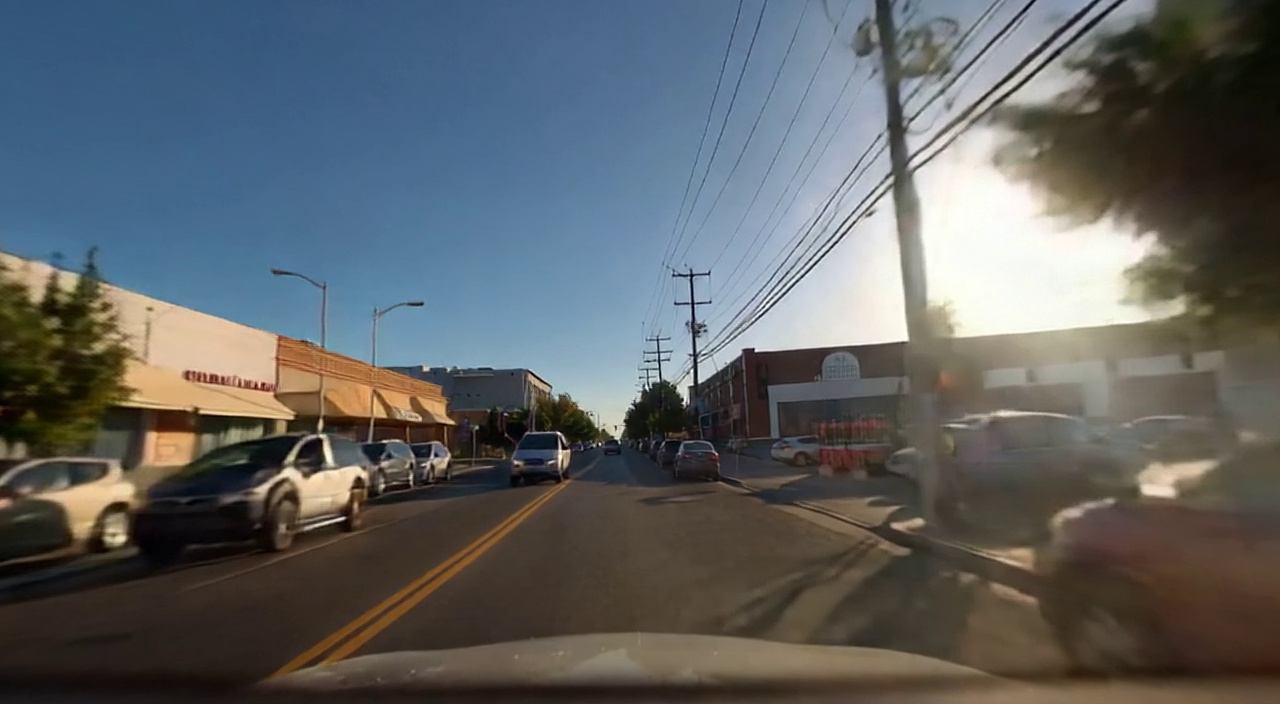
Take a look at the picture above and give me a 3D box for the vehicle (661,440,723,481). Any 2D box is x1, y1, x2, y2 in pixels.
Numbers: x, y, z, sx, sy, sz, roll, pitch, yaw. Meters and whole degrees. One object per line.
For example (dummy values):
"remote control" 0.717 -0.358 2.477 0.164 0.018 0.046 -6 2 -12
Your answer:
"vehicle" 2.192 4.341 25.723 2.261 1.503 4.695 -1 -8 6

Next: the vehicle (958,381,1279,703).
"vehicle" 3.371 0.868 1.964 2.136 1.586 4.919 1 -9 -1

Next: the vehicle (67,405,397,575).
"vehicle" -5.637 1.929 9.623 2.152 1.918 4.217 -2 -8 1

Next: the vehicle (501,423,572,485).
"vehicle" -3.721 3.757 23.513 2.115 2.065 4.452 0 -9 -3
